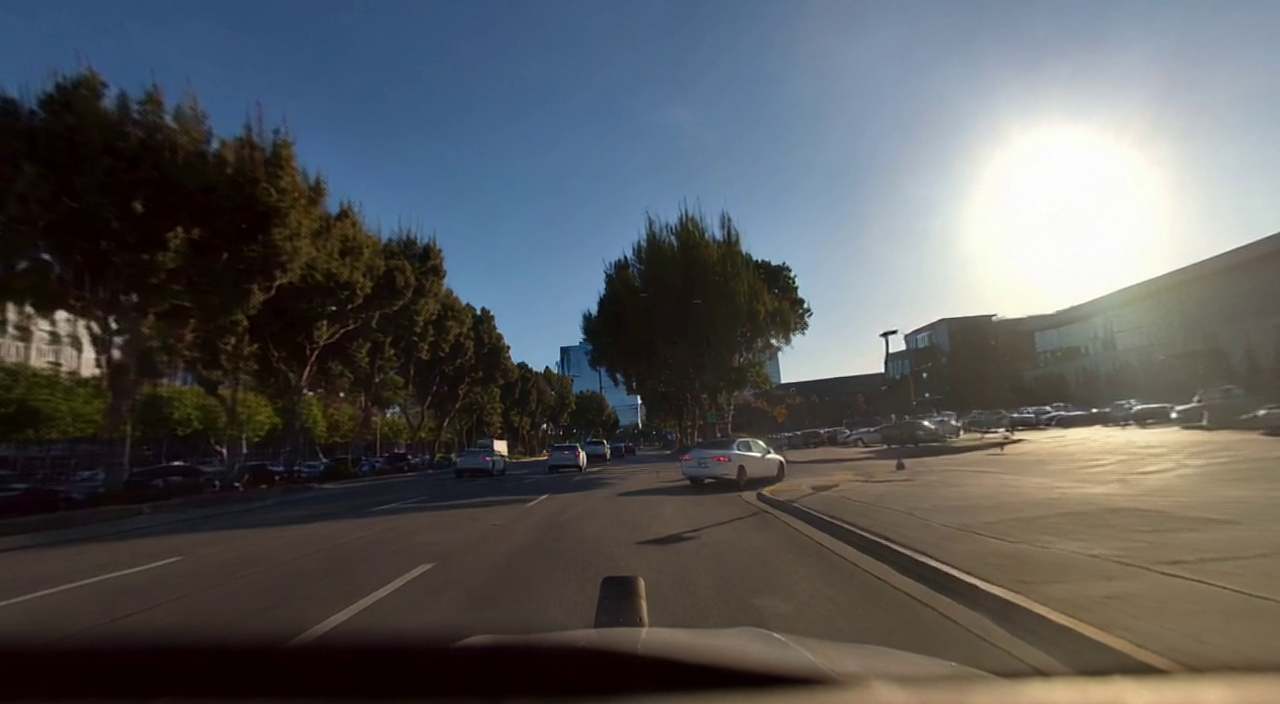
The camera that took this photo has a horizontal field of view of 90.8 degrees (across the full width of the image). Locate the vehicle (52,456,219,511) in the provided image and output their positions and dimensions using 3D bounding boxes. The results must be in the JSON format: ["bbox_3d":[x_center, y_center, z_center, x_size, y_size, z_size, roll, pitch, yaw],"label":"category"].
[{"bbox_3d":[-17.309,4.489,22.051,2.084,1.624,4.486,0,-8,0],"label":"vehicle"}]

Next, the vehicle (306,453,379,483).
[{"bbox_3d":[-16.540,6.455,35.374,1.849,1.472,4.441,0,-8,1],"label":"vehicle"}]

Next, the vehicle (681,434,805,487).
[{"bbox_3d":[3.495,3.509,20.820,2.208,1.513,4.504,-6,-10,35],"label":"vehicle"}]

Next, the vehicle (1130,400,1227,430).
[{"bbox_3d":[30.214,3.576,35.600,1.985,1.485,4.071,-1,-8,3],"label":"vehicle"}]

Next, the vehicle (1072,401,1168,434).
[{"bbox_3d":[27.325,3.796,36.217,1.992,1.498,4.667,-5,-9,3],"label":"vehicle"}]

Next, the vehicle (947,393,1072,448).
[{"bbox_3d":[15.960,3.045,27.148,6.193,2.081,2.569,7,-11,-40],"label":"vehicle"}]

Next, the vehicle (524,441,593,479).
[{"bbox_3d":[-3.382,4.614,27.279,2.235,1.500,4.420,0,-8,2],"label":"vehicle"}]

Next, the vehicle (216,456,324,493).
[{"bbox_3d":[-16.769,5.544,28.982,1.981,1.431,4.862,0,-8,1],"label":"vehicle"}]

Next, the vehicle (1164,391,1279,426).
[{"bbox_3d":[32.758,3.260,35.807,2.137,1.697,4.811,-1,-8,3],"label":"vehicle"}]

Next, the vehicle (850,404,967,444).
[{"bbox_3d":[14.178,3.872,33.606,5.161,1.993,2.293,0,-8,2],"label":"vehicle"}]

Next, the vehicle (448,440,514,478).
[{"bbox_3d":[-7.790,5.278,31.373,2.054,1.744,4.422,0,-8,1],"label":"vehicle"}]

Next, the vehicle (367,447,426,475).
[{"bbox_3d":[-16.558,7.406,43.222,2.073,1.749,4.770,0,-8,1],"label":"vehicle"}]
